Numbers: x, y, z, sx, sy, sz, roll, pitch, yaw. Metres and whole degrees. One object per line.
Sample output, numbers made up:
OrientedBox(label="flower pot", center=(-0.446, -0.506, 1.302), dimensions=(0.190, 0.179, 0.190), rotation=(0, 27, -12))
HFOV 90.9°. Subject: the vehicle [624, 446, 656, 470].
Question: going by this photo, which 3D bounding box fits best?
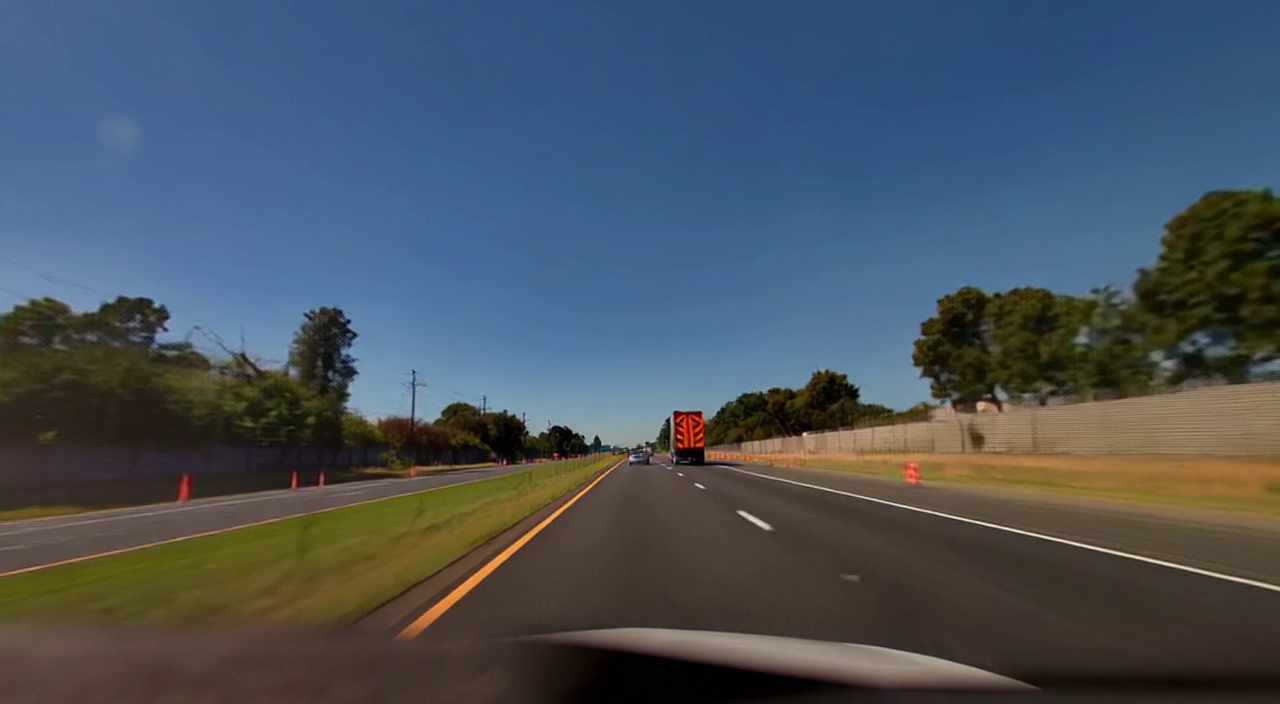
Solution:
OrientedBox(label="vehicle", center=(-0.023, 7.228, 43.136), dimensions=(2.065, 1.573, 3.734), rotation=(0, -9, 0))
